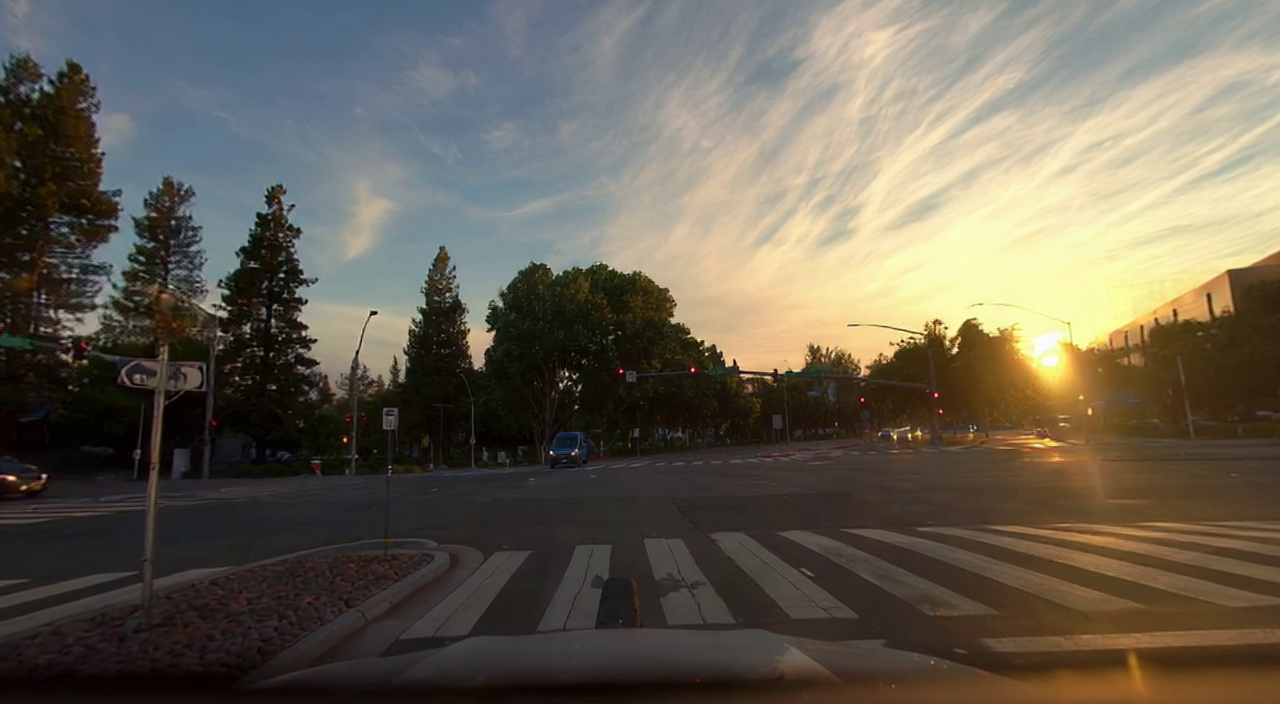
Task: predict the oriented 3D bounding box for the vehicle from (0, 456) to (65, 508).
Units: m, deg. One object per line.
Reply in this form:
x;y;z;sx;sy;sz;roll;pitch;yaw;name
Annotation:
-34.593;6.937;34.245;5.861;2.543;2.529;-4;-9;22;vehicle

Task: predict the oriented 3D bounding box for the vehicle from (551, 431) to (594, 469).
-4.608;6.772;43.887;2.465;2.404;5.791;0;-8;-1;vehicle
